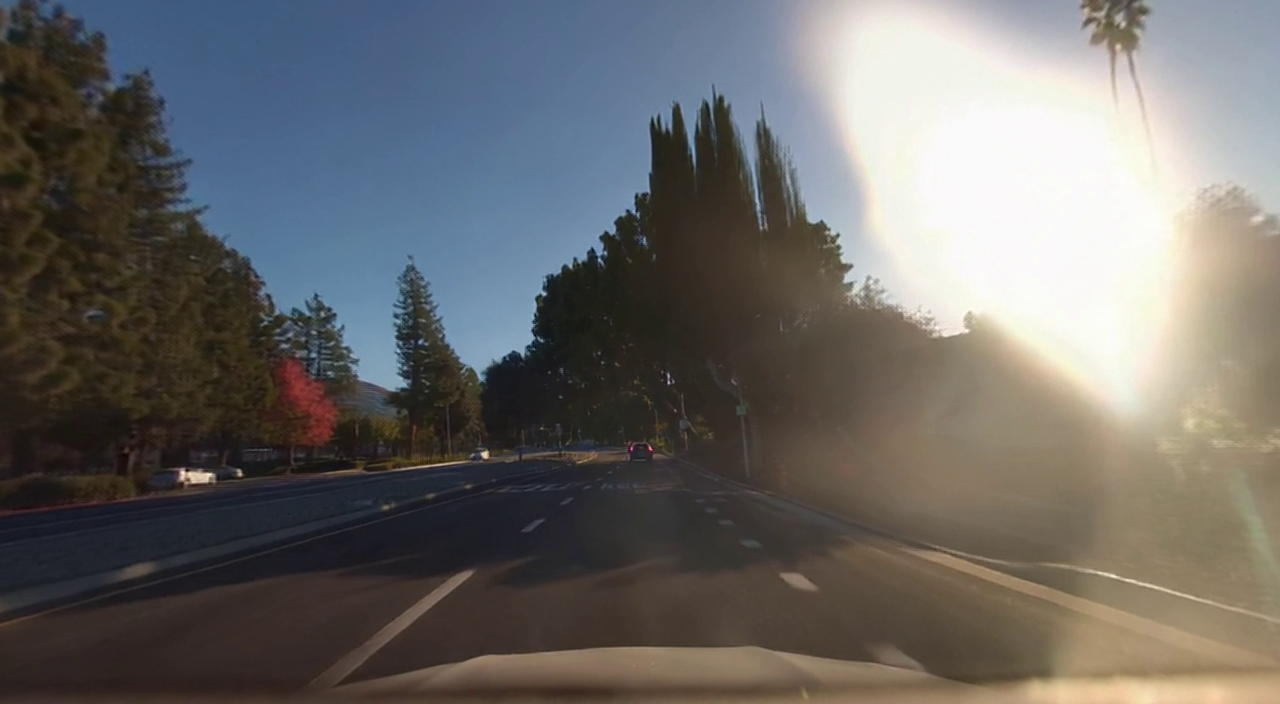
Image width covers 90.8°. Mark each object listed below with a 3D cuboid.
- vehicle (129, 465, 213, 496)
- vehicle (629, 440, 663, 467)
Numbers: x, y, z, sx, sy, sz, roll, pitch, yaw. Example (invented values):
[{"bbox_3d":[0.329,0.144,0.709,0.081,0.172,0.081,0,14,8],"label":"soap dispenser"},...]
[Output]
[{"bbox_3d":[-29.664,8.106,40.181,1.949,1.702,4.593,0,-8,-3],"label":"vehicle"},{"bbox_3d":[0.360,6.510,40.612,2.045,1.613,4.210,0,-8,0],"label":"vehicle"}]
